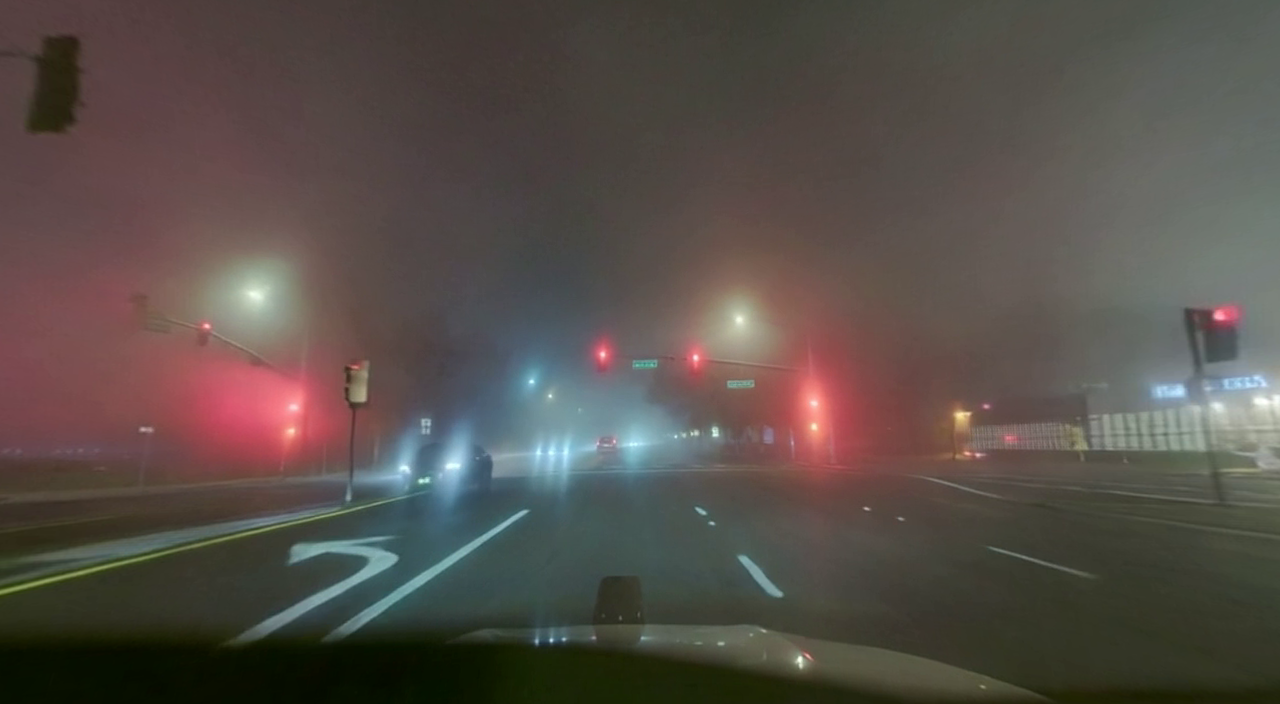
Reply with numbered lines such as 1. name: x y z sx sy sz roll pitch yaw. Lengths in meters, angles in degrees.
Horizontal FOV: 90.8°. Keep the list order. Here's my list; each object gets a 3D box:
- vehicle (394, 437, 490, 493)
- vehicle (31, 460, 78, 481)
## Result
1. vehicle: -6.642 3.671 20.936 1.990 1.639 3.885 5 -10 -33
2. vehicle: -46.170 9.365 49.914 1.825 1.489 4.695 3 -11 -32
